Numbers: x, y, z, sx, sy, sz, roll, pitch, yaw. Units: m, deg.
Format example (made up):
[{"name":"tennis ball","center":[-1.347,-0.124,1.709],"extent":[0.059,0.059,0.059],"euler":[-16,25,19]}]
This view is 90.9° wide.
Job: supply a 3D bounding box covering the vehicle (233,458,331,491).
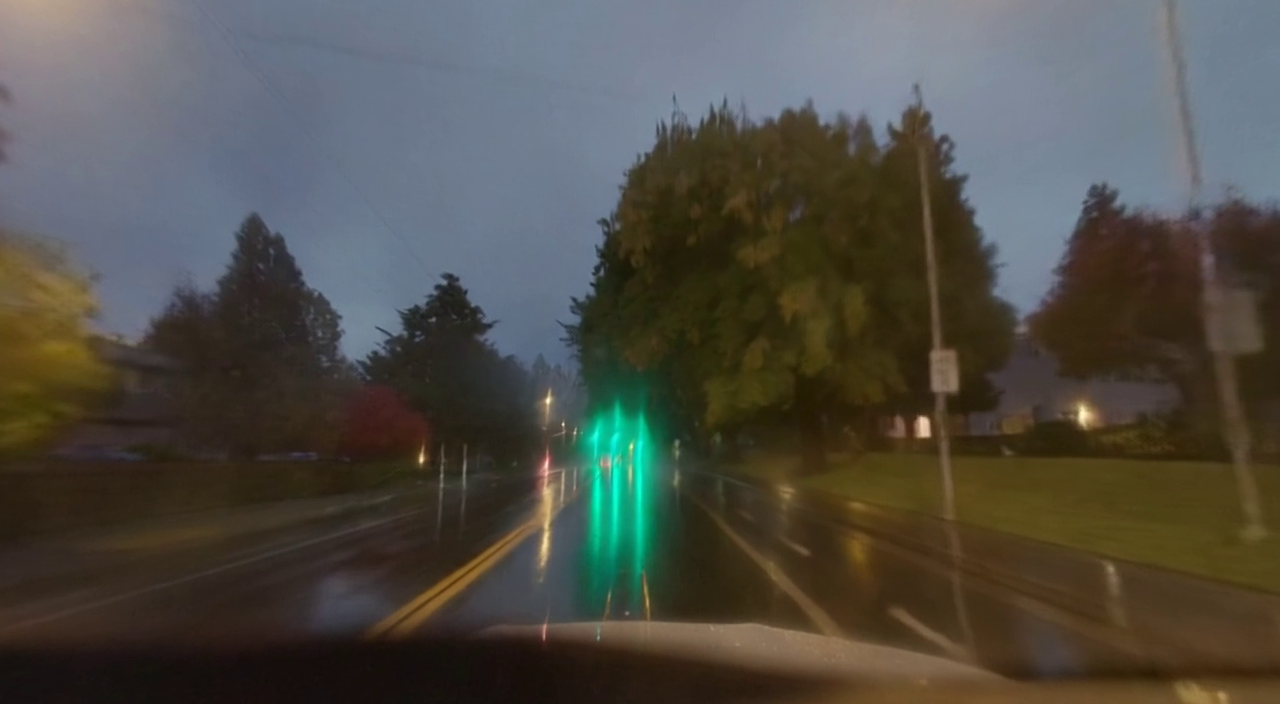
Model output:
[{"name":"vehicle","center":[-20.761,7.101,36.645],"extent":[4.459,1.772,2.011],"euler":[-1,-9,7]}]
